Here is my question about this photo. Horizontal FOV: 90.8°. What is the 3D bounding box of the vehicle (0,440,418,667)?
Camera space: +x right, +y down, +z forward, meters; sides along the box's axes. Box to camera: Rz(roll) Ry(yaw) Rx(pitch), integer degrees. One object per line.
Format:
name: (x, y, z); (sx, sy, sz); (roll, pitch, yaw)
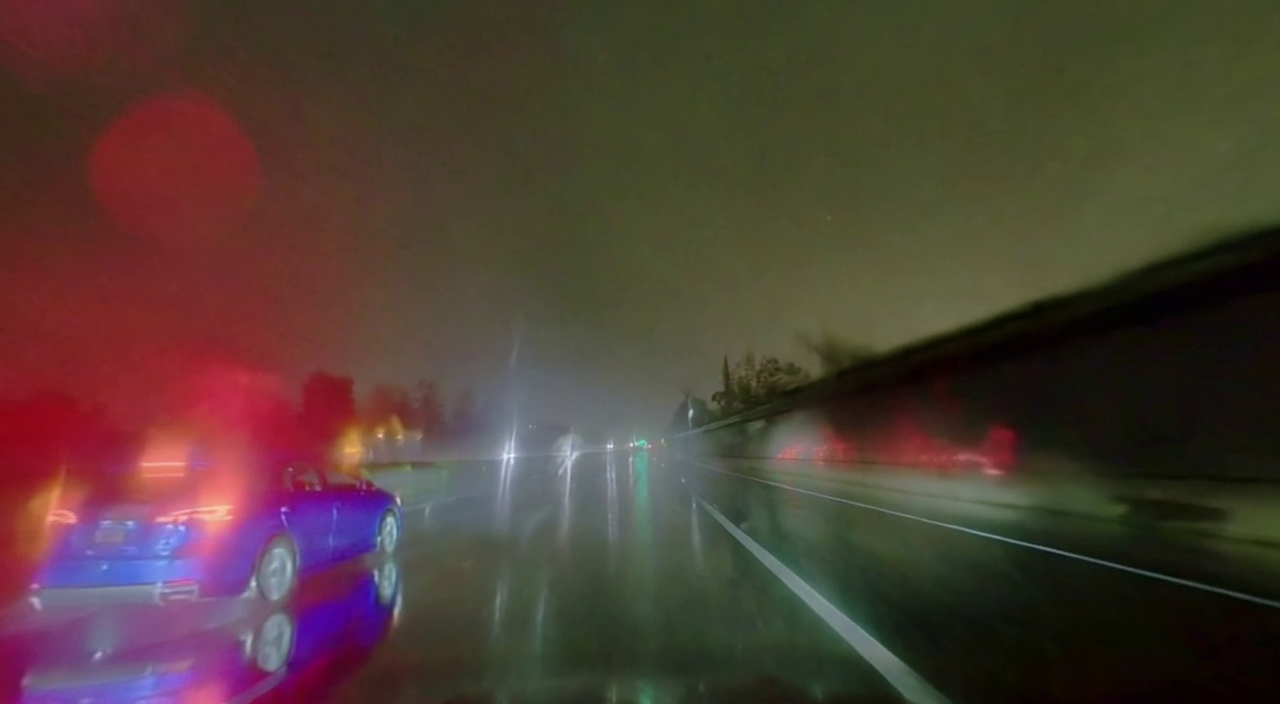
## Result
vehicle: (-3.851, 1.630, 6.141); (1.935, 1.479, 3.787); (0, -9, 1)
